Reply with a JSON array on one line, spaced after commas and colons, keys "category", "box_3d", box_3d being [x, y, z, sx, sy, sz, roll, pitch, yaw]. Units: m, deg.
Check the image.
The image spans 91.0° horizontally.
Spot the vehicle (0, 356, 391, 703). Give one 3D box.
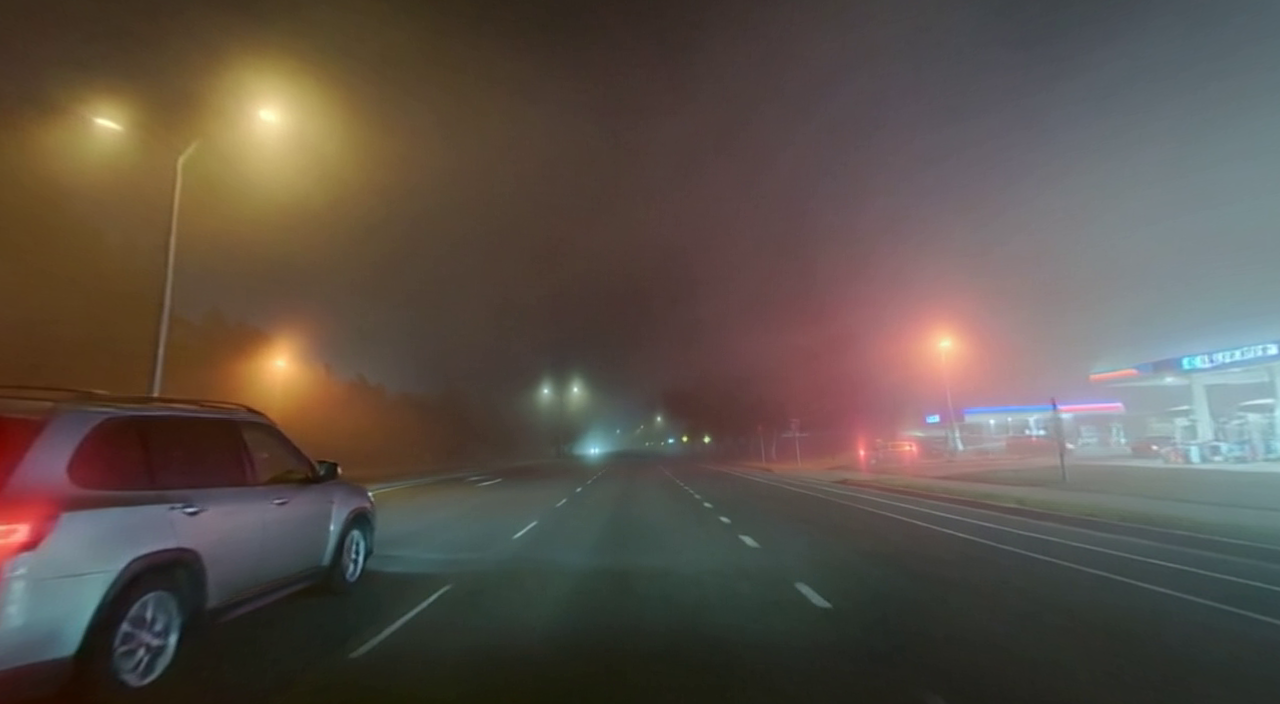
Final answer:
[{"category": "vehicle", "box_3d": [-3.412, 1.057, 3.637, 2.039, 1.656, 4.710, 0, -9, -1]}]

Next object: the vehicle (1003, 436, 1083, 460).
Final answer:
[{"category": "vehicle", "box_3d": [30.163, 7.213, 47.247, 4.507, 1.752, 2.016, -2, -9, 9]}]

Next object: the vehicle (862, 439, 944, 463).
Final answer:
[{"category": "vehicle", "box_3d": [17.731, 6.724, 42.646, 4.671, 1.466, 1.937, 0, -10, 5]}]

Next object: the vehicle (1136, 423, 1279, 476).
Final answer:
[{"category": "vehicle", "box_3d": [23.173, 3.875, 25.348, 2.302, 1.795, 4.724, -3, -8, -3]}]
